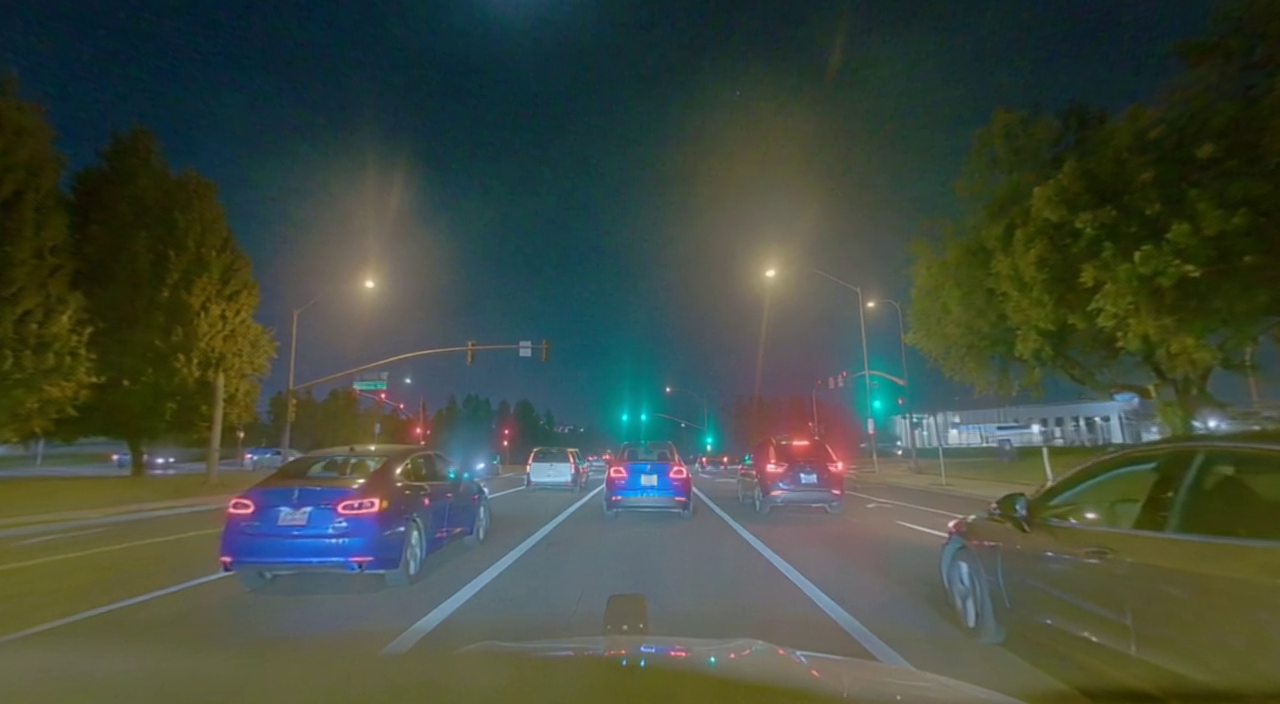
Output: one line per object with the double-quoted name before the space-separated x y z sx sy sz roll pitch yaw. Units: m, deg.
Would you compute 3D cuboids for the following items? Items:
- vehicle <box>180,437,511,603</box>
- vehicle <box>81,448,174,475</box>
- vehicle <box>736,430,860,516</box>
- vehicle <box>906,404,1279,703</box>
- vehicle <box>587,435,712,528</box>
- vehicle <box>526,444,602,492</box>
"vehicle" -3.137 1.860 7.983 2.015 1.478 4.407 0 -9 1
"vehicle" -38.557 8.235 47.533 5.268 1.770 2.107 -3 -9 2
"vehicle" 3.556 2.791 15.014 1.938 1.732 4.006 0 -9 0
"vehicle" 3.337 1.086 3.193 1.951 1.522 4.614 0 -9 0
"vehicle" 0.148 2.559 13.034 2.144 1.563 4.218 0 -9 0
"vehicle" -2.633 4.120 22.785 2.089 1.537 4.073 -1 -9 2
